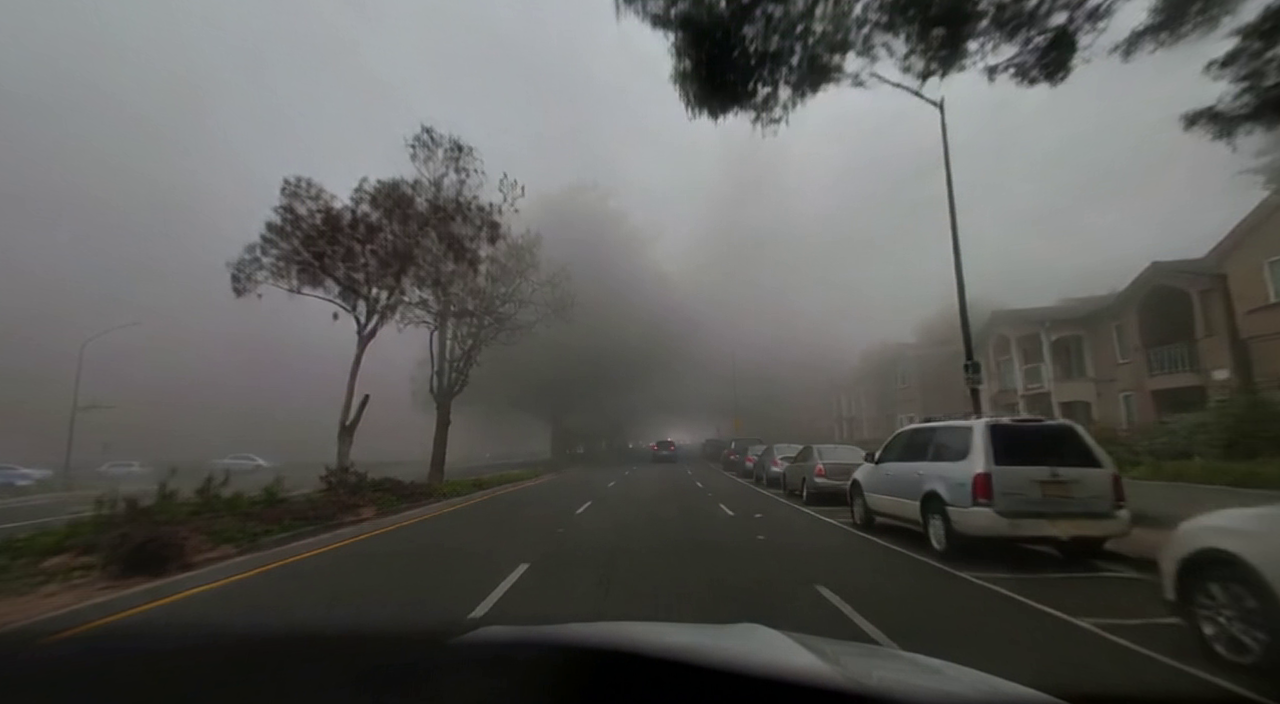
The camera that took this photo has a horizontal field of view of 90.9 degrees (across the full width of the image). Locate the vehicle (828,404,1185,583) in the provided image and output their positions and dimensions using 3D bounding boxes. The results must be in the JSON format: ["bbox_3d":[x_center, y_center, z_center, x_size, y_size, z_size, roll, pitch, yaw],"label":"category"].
[{"bbox_3d":[4.335,1.740,8.606,1.973,1.749,4.608,0,-9,-2],"label":"vehicle"}]

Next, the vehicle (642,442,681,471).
[{"bbox_3d":[1.183,5.742,34.794,2.011,1.480,4.170,-1,-9,2],"label":"vehicle"}]

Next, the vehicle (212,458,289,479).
[{"bbox_3d":[-29.609,8.826,48.011,4.591,1.468,1.805,1,-9,-9],"label":"vehicle"}]

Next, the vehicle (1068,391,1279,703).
[{"bbox_3d":[4.280,0.883,2.399,1.949,1.616,4.805,0,-9,1],"label":"vehicle"}]

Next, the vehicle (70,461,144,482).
[{"bbox_3d":[-41.102,9.179,48.611,4.292,1.497,1.883,-2,-9,8],"label":"vehicle"}]
